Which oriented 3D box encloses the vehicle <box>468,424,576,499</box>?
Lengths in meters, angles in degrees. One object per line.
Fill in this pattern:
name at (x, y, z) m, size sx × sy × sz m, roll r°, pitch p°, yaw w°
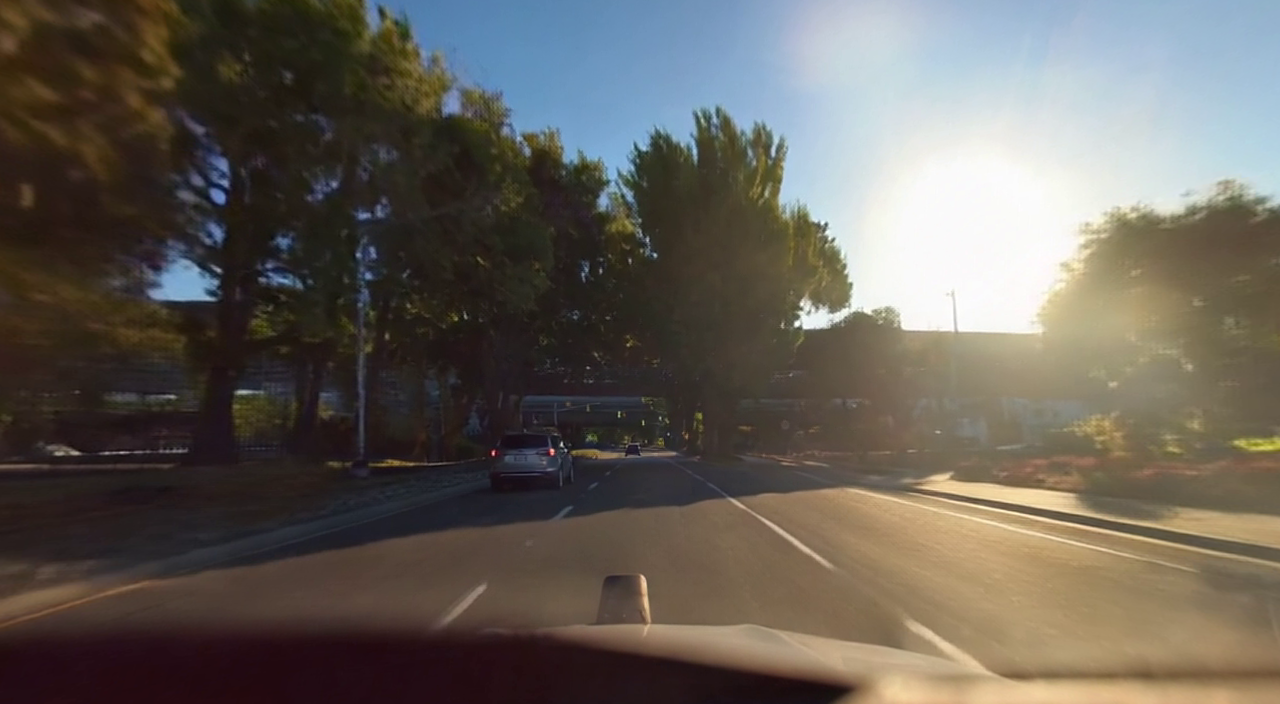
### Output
vehicle at (-2.939, 2.842, 16.621) m, size 1.882 × 1.704 × 4.335 m, roll 0°, pitch -8°, yaw 2°
